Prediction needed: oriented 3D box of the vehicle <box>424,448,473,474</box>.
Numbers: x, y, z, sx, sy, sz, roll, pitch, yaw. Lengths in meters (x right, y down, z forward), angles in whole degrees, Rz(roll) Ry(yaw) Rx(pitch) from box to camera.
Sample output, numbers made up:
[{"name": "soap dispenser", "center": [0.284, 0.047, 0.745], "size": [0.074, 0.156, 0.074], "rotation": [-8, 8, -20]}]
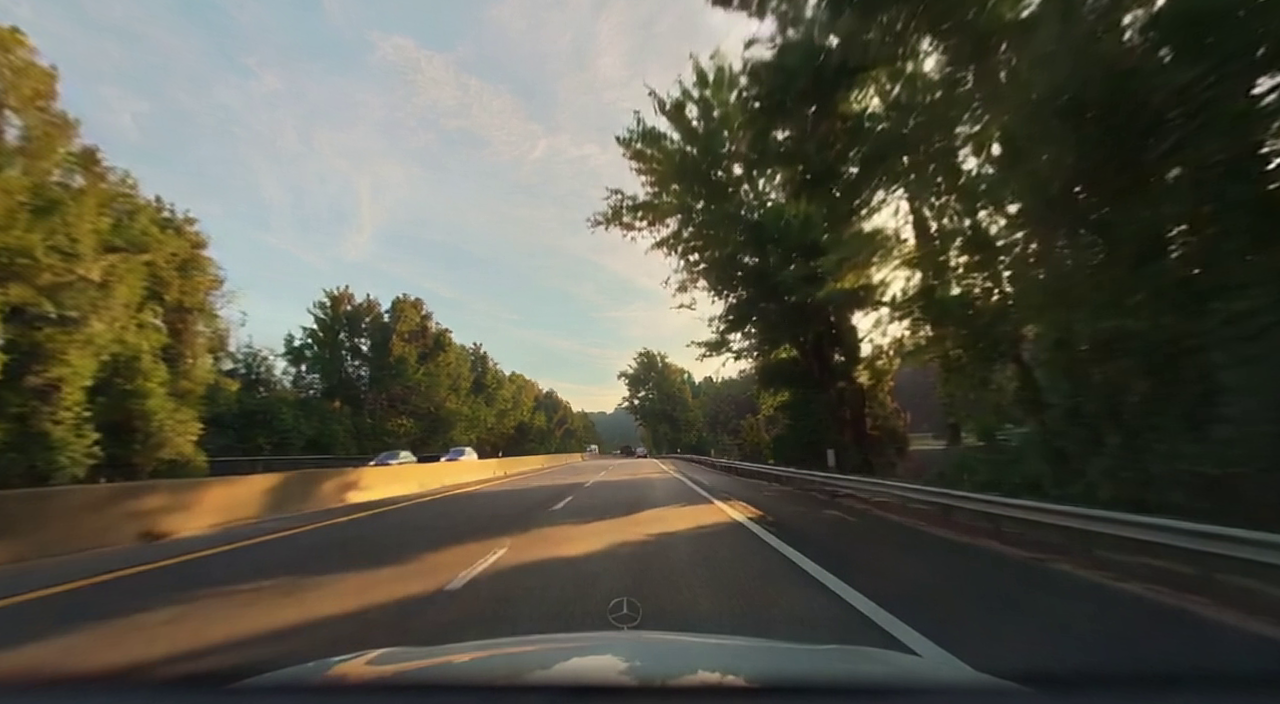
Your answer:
[{"name": "vehicle", "center": [-13.510, 7.688, 44.704], "size": [1.999, 1.676, 4.634], "rotation": [0, -9, 0]}]

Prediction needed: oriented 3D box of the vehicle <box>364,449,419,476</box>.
[{"name": "vehicle", "center": [-17.428, 7.758, 44.440], "size": [1.975, 1.761, 4.563], "rotation": [0, -9, 0]}]
